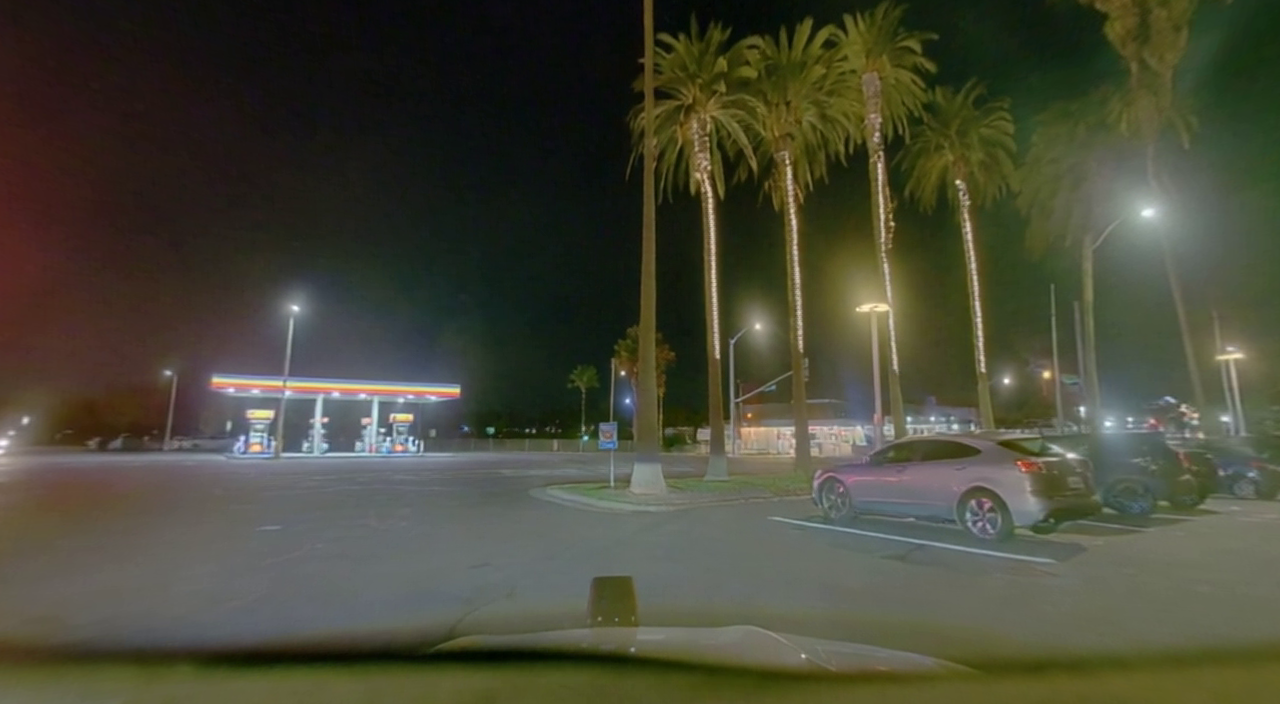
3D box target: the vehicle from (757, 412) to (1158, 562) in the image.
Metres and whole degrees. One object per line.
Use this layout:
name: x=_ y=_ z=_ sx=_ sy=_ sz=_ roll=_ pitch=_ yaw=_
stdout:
vehicle: x=3.959 y=1.720 z=8.816 sx=1.937 sy=1.490 sz=4.564 roll=5 pitch=-10 yaw=-33
